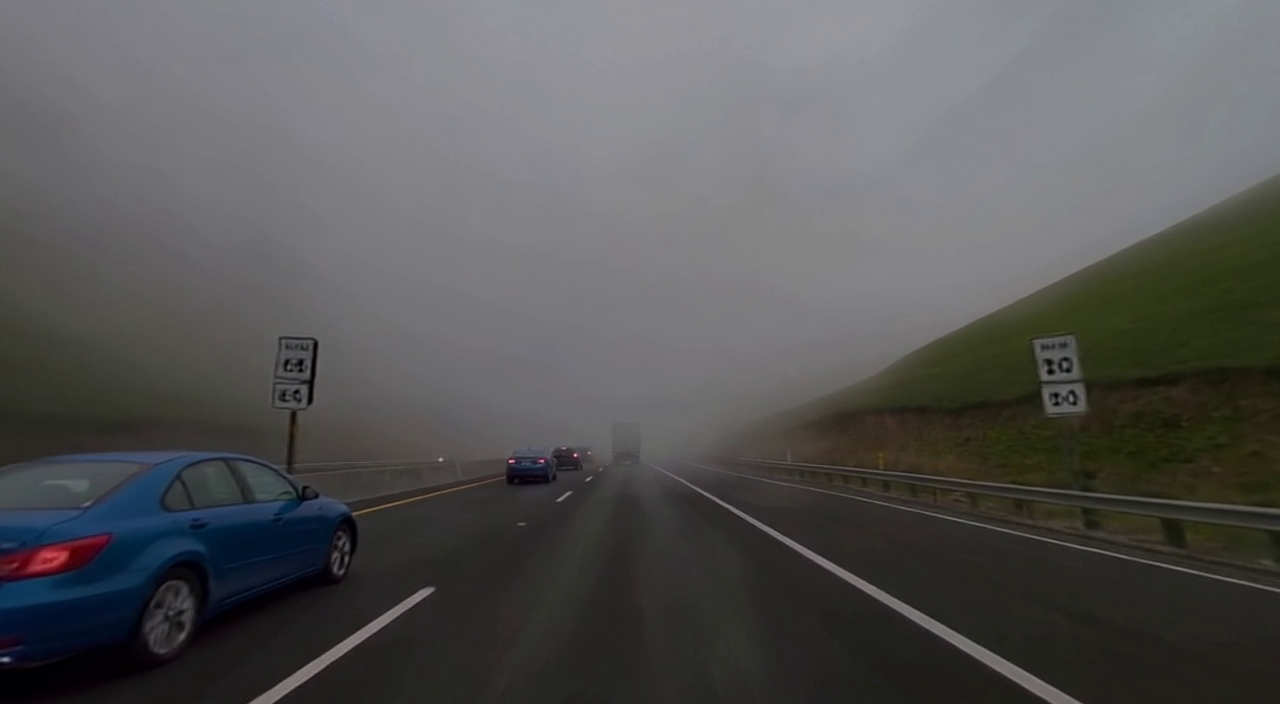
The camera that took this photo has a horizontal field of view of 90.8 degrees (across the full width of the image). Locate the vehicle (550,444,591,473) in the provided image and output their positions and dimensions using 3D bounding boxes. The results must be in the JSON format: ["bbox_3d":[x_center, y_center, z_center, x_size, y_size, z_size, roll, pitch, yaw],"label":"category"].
[{"bbox_3d":[-4.164,6.424,38.333,2.044,1.624,4.032,0,-9,0],"label":"vehicle"}]

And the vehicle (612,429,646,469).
[{"bbox_3d":[-0.714,6.909,44.749,2.227,2.611,5.900,0,-9,0],"label":"vehicle"}]

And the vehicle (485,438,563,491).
[{"bbox_3d":[-4.069,4.025,22.883,2.073,1.694,4.162,0,-9,0],"label":"vehicle"}]

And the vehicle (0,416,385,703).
[{"bbox_3d":[-3.775,1.301,4.578,1.988,1.440,4.504,0,-9,-1],"label":"vehicle"}]
